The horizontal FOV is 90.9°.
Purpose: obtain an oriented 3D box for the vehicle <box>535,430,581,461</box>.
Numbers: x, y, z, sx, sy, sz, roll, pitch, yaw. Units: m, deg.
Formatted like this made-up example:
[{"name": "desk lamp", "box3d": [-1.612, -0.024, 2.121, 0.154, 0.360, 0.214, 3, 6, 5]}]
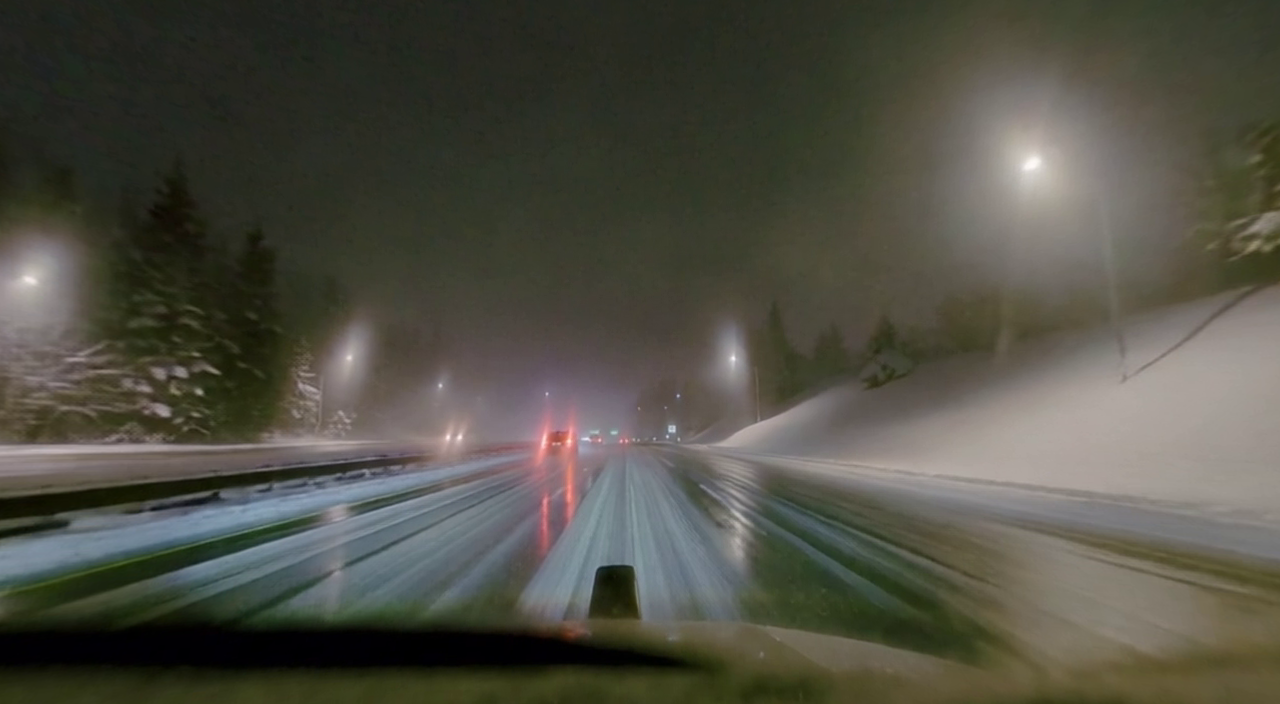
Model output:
[{"name": "vehicle", "box3d": [-4.461, 5.155, 35.012, 2.062, 1.591, 4.156, 0, -8, -1]}]
